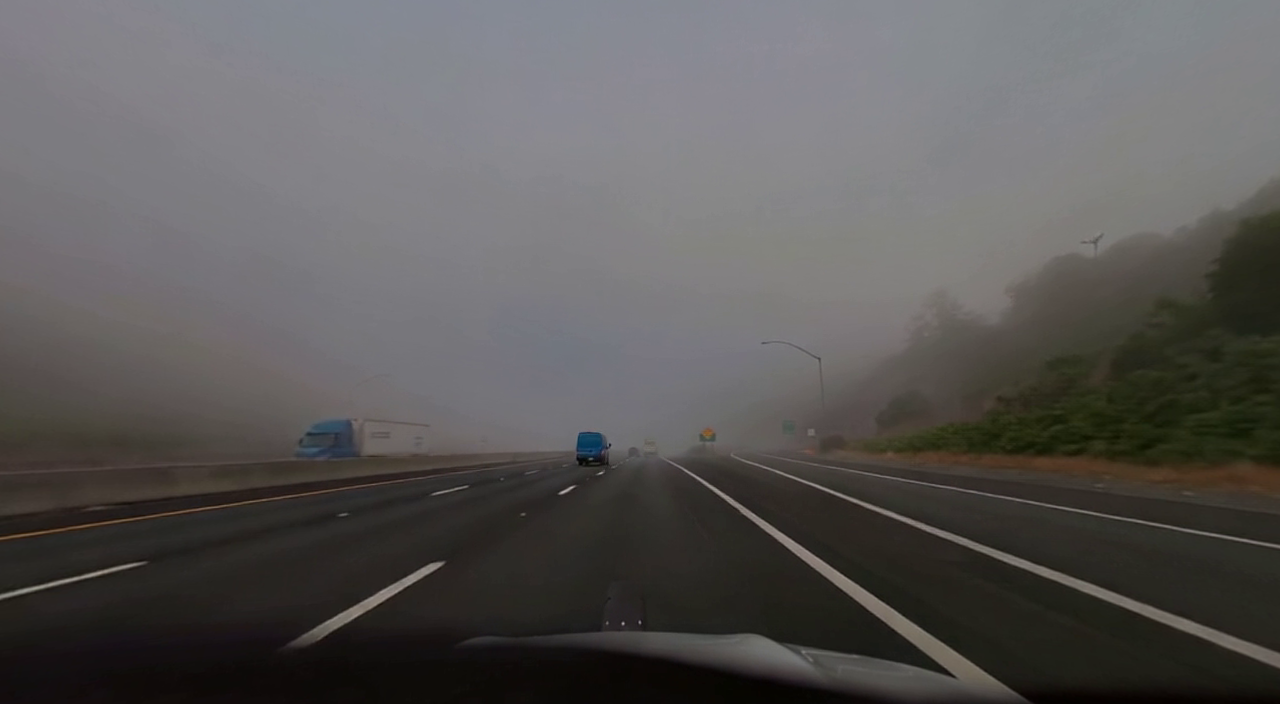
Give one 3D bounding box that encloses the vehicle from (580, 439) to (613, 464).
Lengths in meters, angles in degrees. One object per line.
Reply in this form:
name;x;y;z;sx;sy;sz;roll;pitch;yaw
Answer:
vehicle;-3.325;7.676;48.548;2.169;1.849;4.639;0;-8;1
